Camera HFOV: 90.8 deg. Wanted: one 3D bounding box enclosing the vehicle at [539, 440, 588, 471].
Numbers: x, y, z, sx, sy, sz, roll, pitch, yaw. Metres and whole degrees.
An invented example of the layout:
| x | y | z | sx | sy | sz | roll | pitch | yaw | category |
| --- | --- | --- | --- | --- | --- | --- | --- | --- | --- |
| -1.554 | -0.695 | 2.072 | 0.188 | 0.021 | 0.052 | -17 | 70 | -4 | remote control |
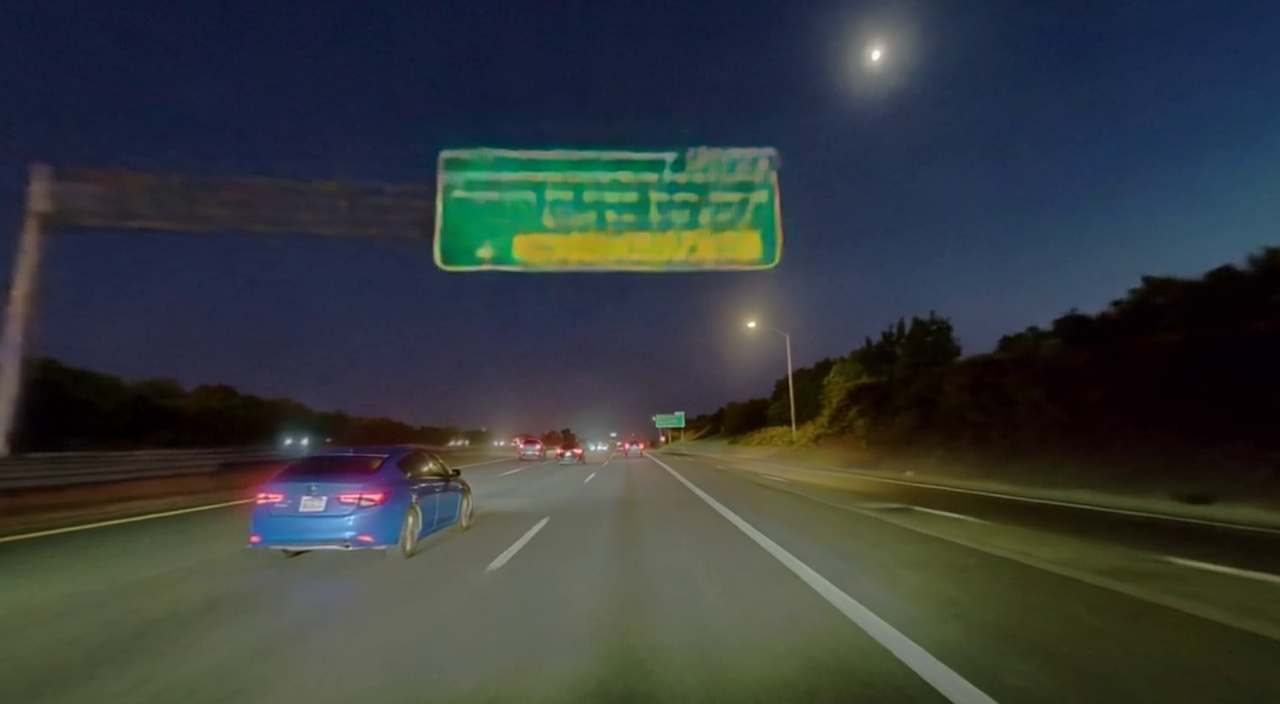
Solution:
| x | y | z | sx | sy | sz | roll | pitch | yaw | category |
| --- | --- | --- | --- | --- | --- | --- | --- | --- | --- |
| -3.942 | 5.391 | 33.229 | 2.068 | 1.501 | 4.395 | 0 | -8 | -1 | vehicle |

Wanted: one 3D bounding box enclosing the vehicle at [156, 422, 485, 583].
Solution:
| x | y | z | sx | sy | sz | roll | pitch | yaw | category |
| --- | --- | --- | --- | --- | --- | --- | --- | --- | --- |
| -3.581 | 1.754 | 8.266 | 2.025 | 1.506 | 4.429 | 0 | -8 | -1 | vehicle |

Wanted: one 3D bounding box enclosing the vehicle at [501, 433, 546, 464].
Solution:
| x | y | z | sx | sy | sz | roll | pitch | yaw | category |
| --- | --- | --- | --- | --- | --- | --- | --- | --- | --- |
| -7.911 | 6.625 | 43.337 | 2.171 | 1.982 | 5.246 | 0 | -8 | -1 | vehicle |
